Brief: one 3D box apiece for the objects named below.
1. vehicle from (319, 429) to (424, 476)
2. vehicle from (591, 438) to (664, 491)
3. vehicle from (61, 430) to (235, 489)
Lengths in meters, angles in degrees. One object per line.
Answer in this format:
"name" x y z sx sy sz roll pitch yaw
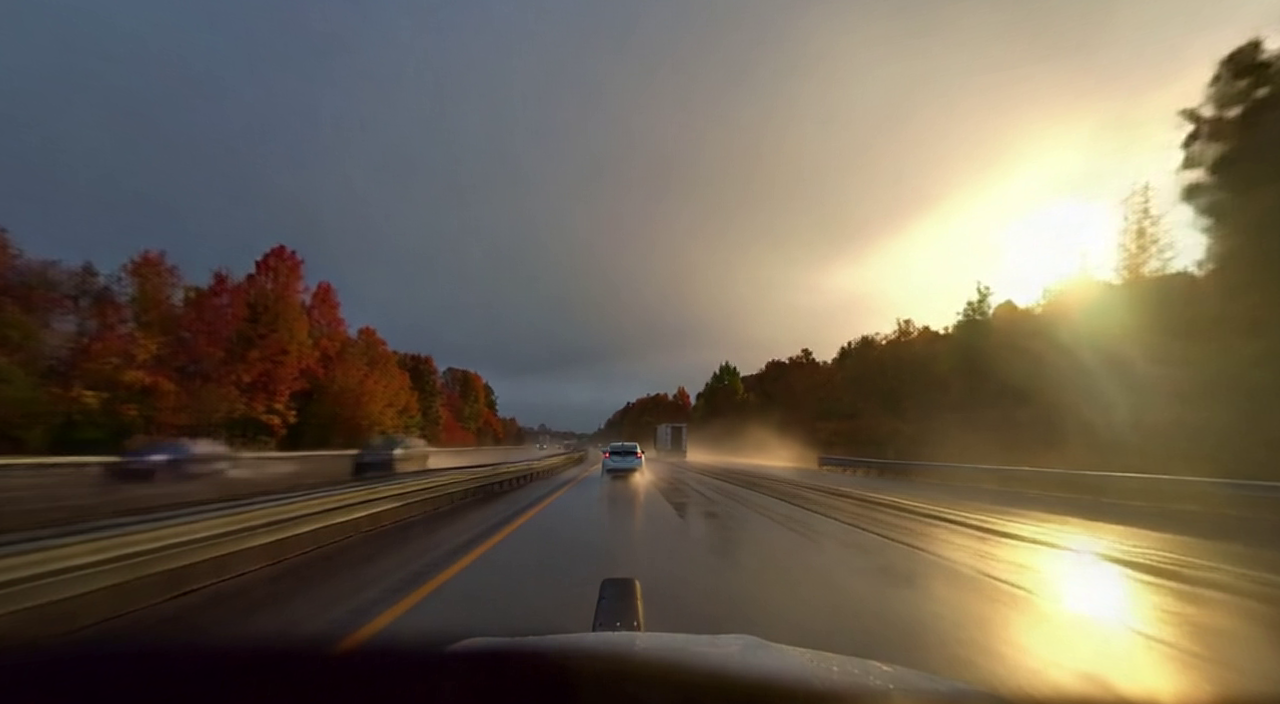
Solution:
"vehicle" -9.951 3.785 23.662 1.960 1.582 4.631 0 -9 -1
"vehicle" -0.409 3.572 20.261 2.099 1.506 4.097 0 -9 -1
"vehicle" -13.903 3.066 18.076 1.847 1.502 3.929 0 -9 -1
